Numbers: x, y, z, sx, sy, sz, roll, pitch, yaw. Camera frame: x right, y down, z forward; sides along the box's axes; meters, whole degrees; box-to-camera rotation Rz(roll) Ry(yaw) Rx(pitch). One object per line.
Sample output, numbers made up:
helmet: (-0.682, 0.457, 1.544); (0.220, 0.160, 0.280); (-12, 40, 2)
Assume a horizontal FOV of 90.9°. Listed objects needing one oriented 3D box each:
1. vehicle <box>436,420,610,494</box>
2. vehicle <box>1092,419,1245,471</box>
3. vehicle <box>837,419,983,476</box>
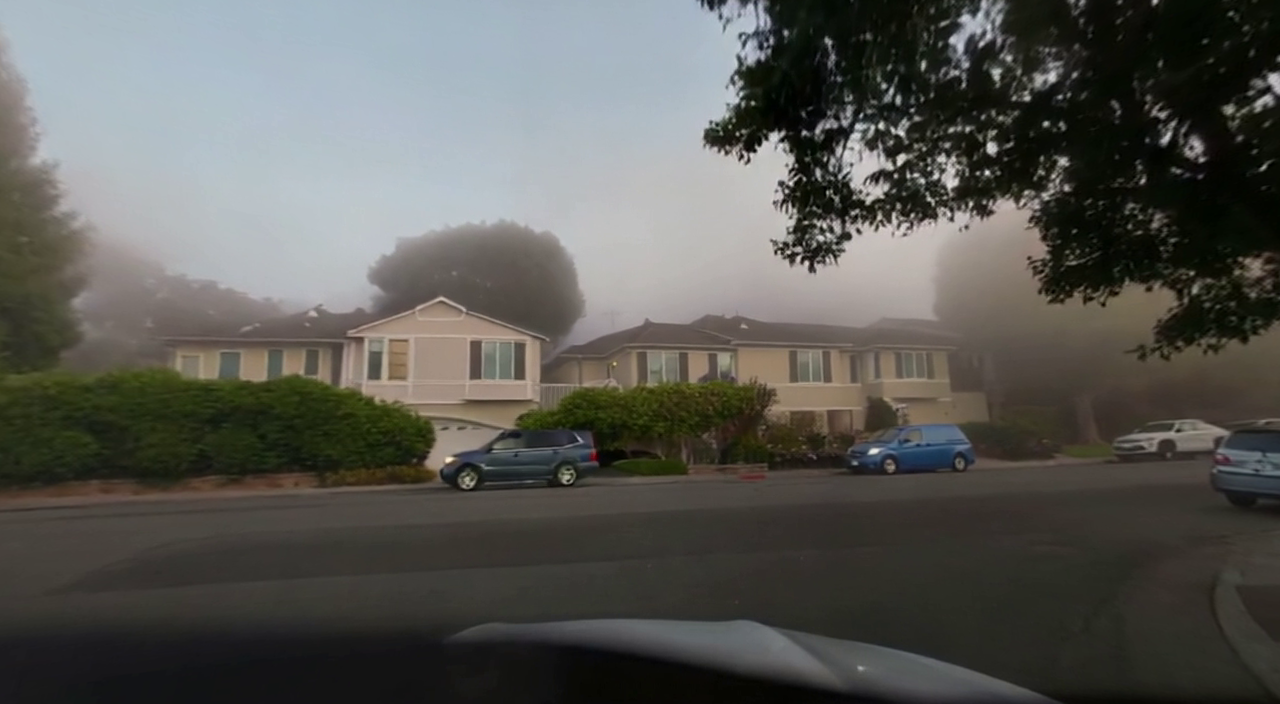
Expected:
vehicle: (-2.821, 2.471, 15.079); (3.746, 1.518, 1.845); (4, -5, -21)
vehicle: (17.009, 2.954, 20.332); (3.785, 1.488, 1.828); (1, -6, -15)
vehicle: (7.800, 2.767, 18.342); (3.513, 1.507, 1.798); (3, -7, -14)
